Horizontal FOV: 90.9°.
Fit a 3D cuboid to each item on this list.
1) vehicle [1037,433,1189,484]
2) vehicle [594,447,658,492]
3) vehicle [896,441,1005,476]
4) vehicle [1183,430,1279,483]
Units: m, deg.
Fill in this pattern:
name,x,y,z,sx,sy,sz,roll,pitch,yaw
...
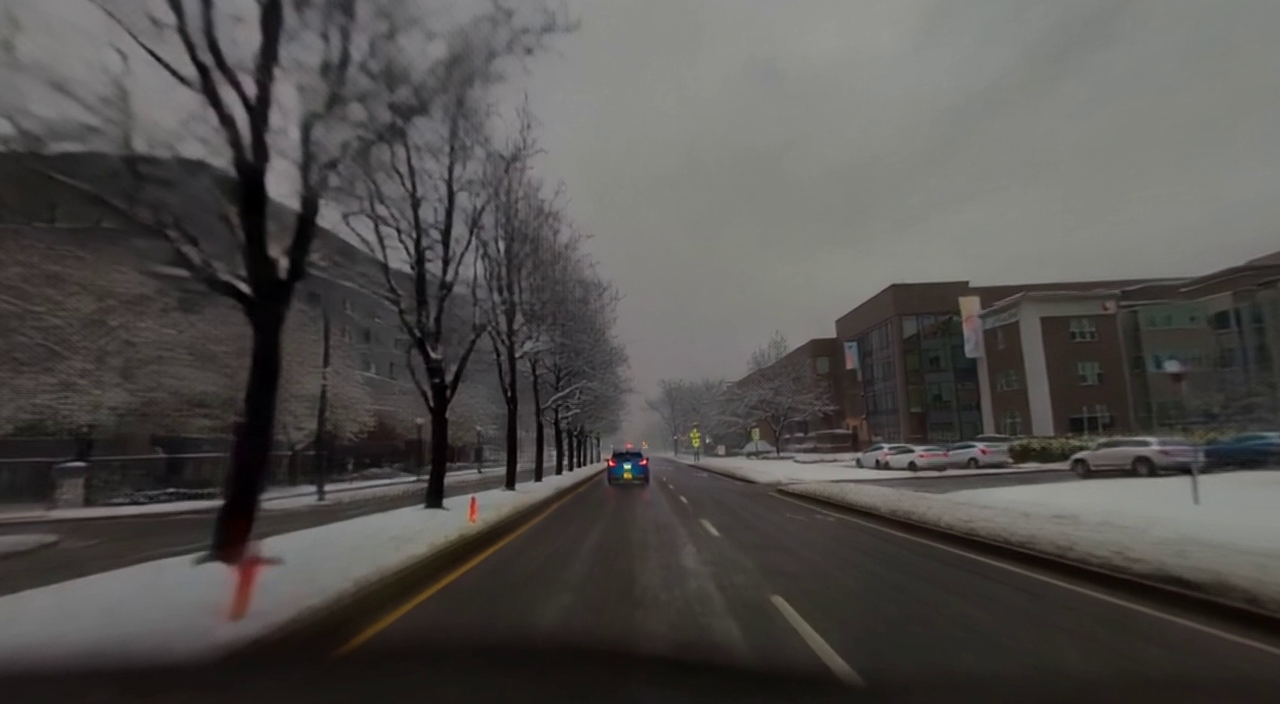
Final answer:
name,x,y,z,sx,sy,sz,roll,pitch,yaw
vehicle,15.183,3.438,20.522,1.913,1.470,3.714,0,-9,-3
vehicle,-0.538,4.119,22.447,2.063,1.442,4.135,0,-9,-2
vehicle,14.360,4.914,29.306,4.003,1.476,1.884,-2,-8,2
vehicle,19.728,3.264,19.784,1.838,1.539,3.740,0,-9,-4
